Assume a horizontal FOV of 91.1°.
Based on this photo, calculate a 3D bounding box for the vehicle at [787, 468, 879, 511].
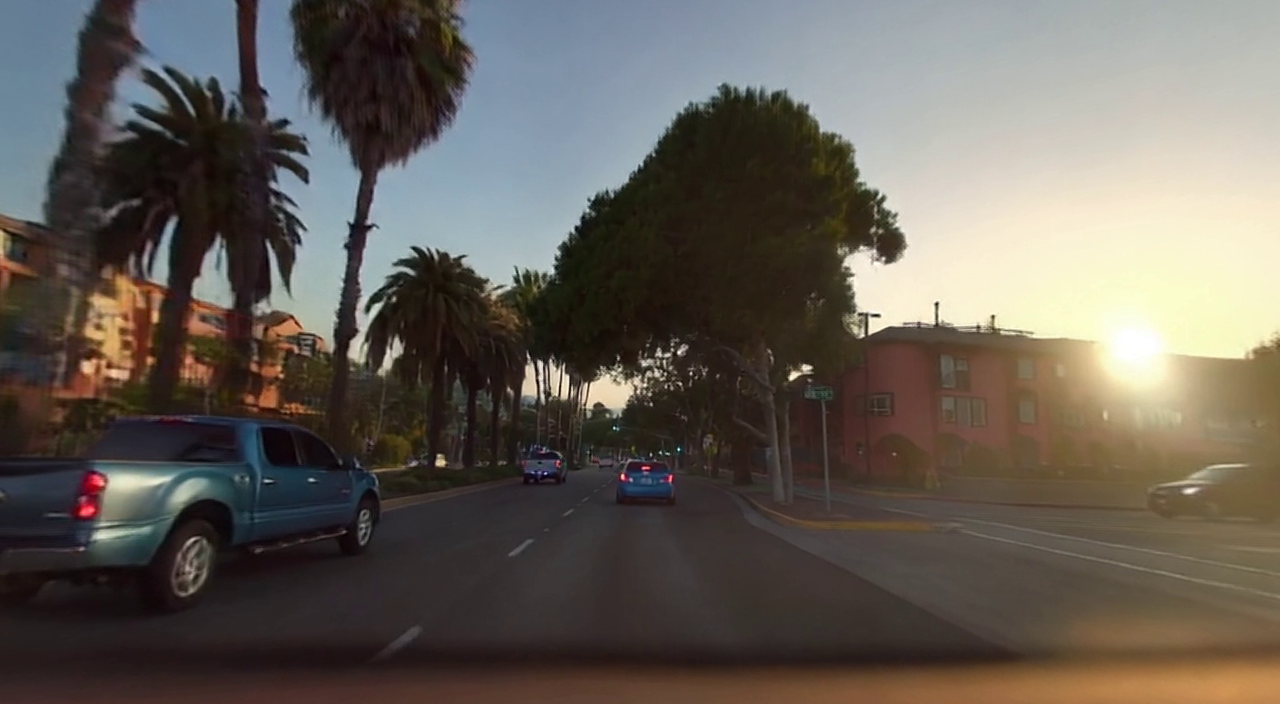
[{"bbox_3d":[6.878,4.884,22.581,2.949,1.209,3.070,-1,-10,15],"label":"vehicle"}]

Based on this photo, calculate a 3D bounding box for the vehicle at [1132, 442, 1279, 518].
[{"bbox_3d":[33.234,7.473,36.735,5.858,4.169,3.001,0,-12,2],"label":"vehicle"}]

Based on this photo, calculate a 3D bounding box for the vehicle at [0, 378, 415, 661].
[{"bbox_3d":[-4.878,1.627,7.374,2.187,1.904,6.103,1,-10,0],"label":"vehicle"}]

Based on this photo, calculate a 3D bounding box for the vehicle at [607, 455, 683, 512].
[{"bbox_3d":[0.119,4.050,19.820,2.122,1.562,4.152,1,-10,-1],"label":"vehicle"}]

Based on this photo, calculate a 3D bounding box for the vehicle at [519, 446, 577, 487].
[{"bbox_3d":[-5.094,6.458,35.645,2.447,2.062,5.911,1,-10,-1],"label":"vehicle"}]
